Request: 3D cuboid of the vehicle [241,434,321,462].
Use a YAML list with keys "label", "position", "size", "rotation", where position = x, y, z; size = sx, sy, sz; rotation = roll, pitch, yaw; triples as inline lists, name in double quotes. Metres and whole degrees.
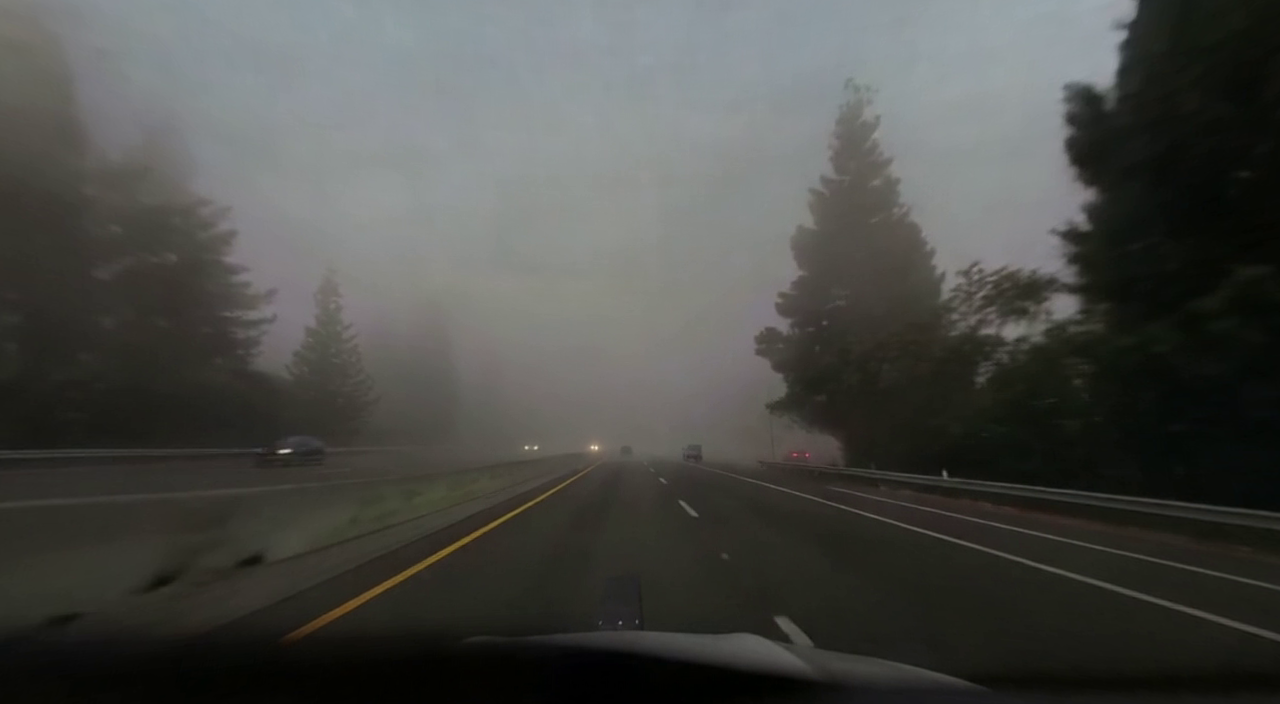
- label: "vehicle"
  position: [-20.221, 5.435, 35.804]
  size: [1.917, 1.503, 4.480]
  rotation: [0, -8, 0]
